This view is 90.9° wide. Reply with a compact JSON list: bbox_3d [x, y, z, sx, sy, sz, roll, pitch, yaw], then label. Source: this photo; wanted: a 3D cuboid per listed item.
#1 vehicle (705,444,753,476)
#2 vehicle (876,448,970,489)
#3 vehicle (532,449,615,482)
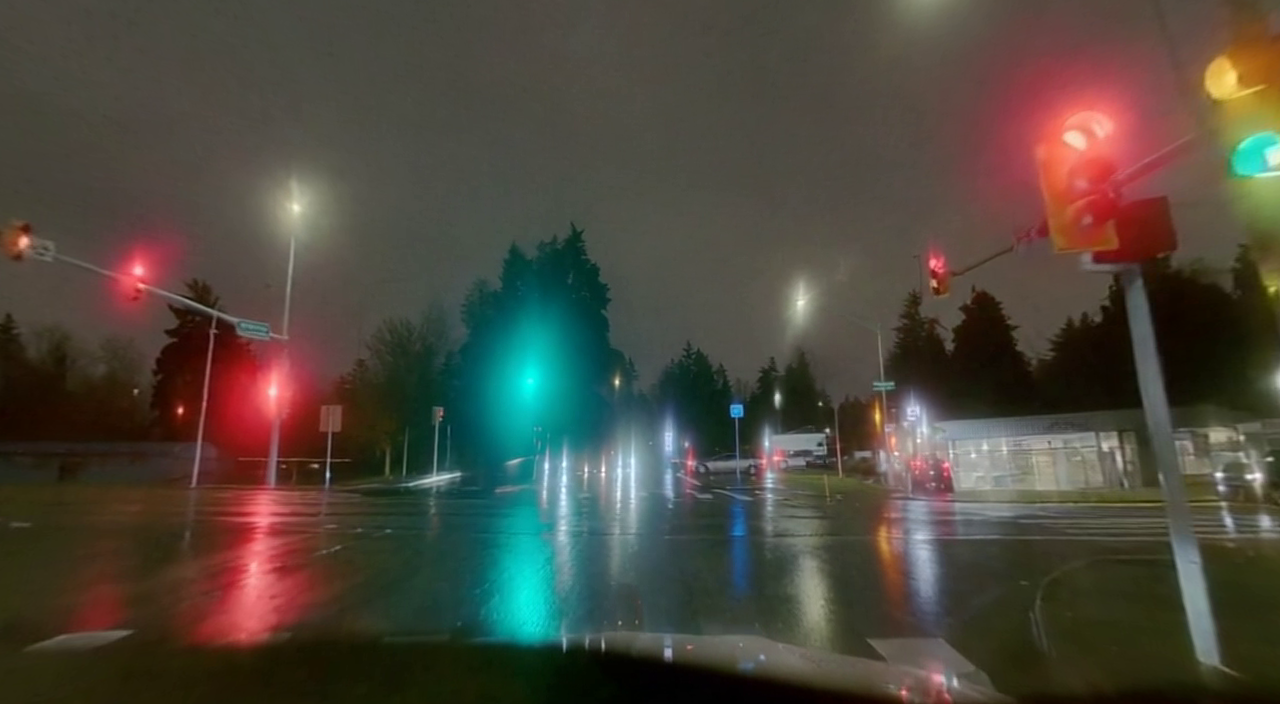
[{"bbox_3d":[5.887,7.123,41.835,1.491,2.041,2.964,6,-10,-35],"label":"vehicle"},{"bbox_3d":[11.600,4.858,26.168,1.922,1.529,3.964,1,-12,-2],"label":"vehicle"},{"bbox_3d":[-3.485,5.911,33.153,3.991,1.526,1.868,-4,-9,30],"label":"vehicle"}]
